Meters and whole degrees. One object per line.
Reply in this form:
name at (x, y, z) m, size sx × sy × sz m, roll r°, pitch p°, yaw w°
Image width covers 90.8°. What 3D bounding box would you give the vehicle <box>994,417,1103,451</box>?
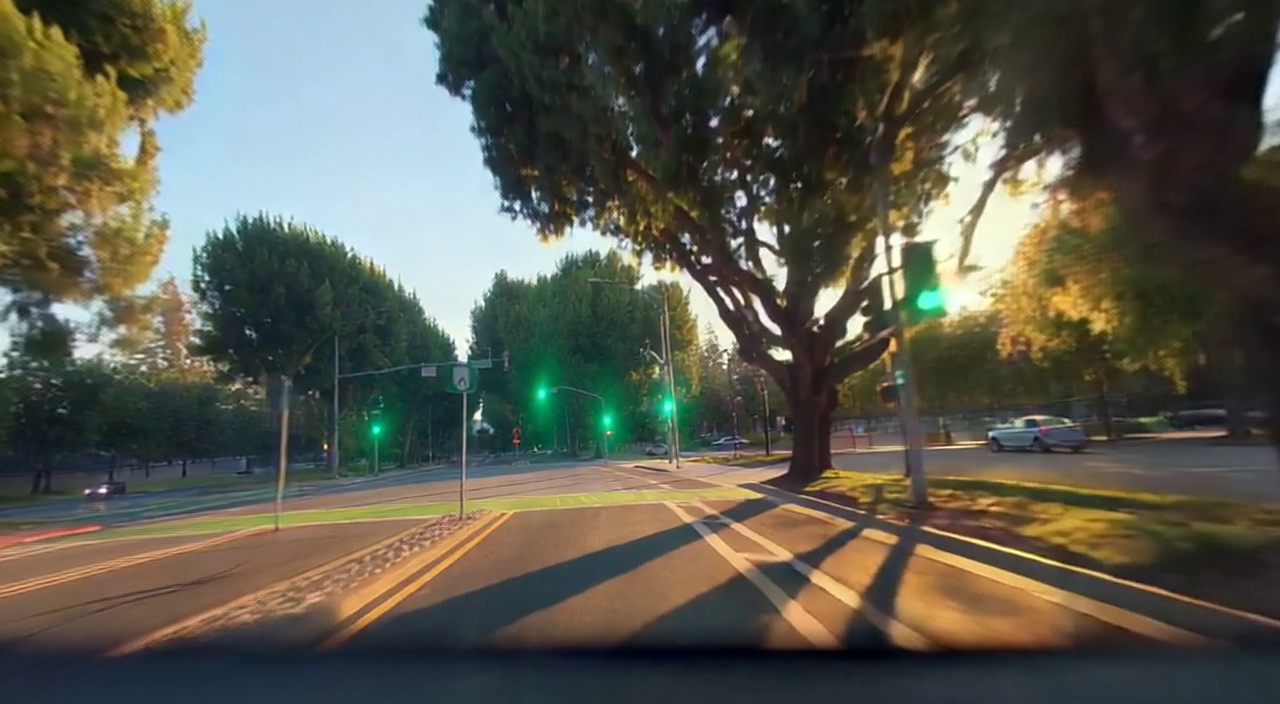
vehicle at (19.252, 3.904, 30.012) m, size 1.908 × 1.467 × 4.117 m, roll 3°, pitch -8°, yaw -12°
